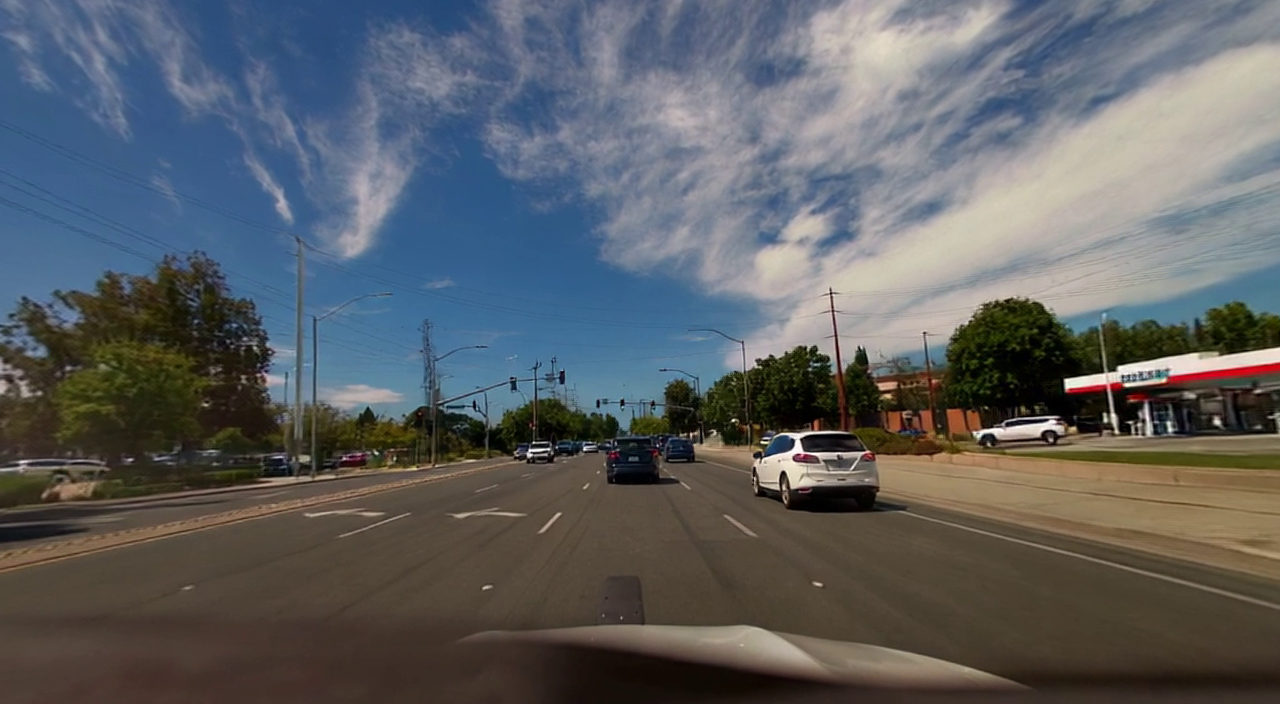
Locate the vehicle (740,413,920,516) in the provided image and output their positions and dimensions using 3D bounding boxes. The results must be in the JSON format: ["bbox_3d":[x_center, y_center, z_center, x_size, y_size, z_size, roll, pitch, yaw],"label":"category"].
[{"bbox_3d":[3.775,2.359,13.759,2.116,1.791,5.006,0,-8,-3],"label":"vehicle"}]

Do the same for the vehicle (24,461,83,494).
[{"bbox_3d":[-30.599,6.519,33.081,1.948,1.452,4.370,7,-11,-39],"label":"vehicle"}]

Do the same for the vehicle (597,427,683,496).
[{"bbox_3d":[-0.084,3.046,17.916,2.164,1.718,3.881,0,-8,-2],"label":"vehicle"}]

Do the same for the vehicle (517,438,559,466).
[{"bbox_3d":[-6.610,6.495,41.322,1.994,1.695,4.471,0,-8,0],"label":"vehicle"}]

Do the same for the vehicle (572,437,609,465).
[{"bbox_3d":[-3.209,6.529,41.944,2.155,1.745,4.248,0,-8,0],"label":"vehicle"}]

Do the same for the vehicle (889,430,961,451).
[{"bbox_3d":[22.068,6.889,49.034,4.691,1.607,1.905,0,-8,-3],"label":"vehicle"}]

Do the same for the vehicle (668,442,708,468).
[{"bbox_3d":[2.545,5.555,34.205,1.822,1.331,3.583,0,-8,-1],"label":"vehicle"}]
